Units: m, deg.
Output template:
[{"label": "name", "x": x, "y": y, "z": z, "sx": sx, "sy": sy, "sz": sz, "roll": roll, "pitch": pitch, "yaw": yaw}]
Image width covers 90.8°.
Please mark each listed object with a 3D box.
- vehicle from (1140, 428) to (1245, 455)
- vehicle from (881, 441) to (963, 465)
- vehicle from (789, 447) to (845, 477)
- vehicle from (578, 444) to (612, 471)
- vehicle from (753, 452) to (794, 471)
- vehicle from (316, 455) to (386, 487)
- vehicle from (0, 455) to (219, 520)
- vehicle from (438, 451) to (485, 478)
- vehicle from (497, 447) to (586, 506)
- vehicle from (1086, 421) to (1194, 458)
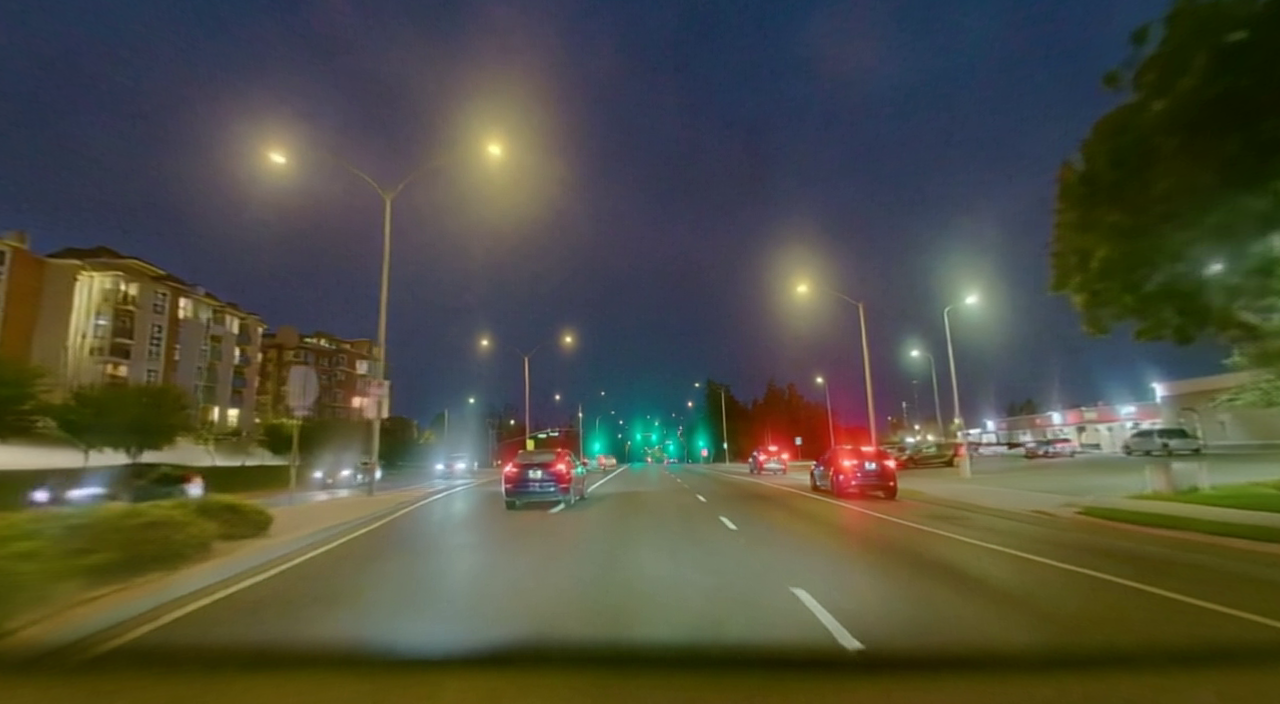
[{"label": "vehicle", "x": 34.035, "y": 5.540, "z": 39.006, "sx": 4.531, "sy": 1.596, "sz": 1.929, "roll": -1, "pitch": -9, "yaw": 2}, {"label": "vehicle", "x": 18.549, "y": 6.655, "z": 41.743, "sx": 4.416, "sy": 1.519, "sz": 1.988, "roll": -1, "pitch": -9, "yaw": 2}, {"label": "vehicle", "x": 10.476, "y": 6.529, "z": 37.757, "sx": 1.975, "sy": 1.677, "sz": 4.400, "roll": 0, "pitch": -9, "yaw": -1}, {"label": "vehicle", "x": -3.310, "y": 7.899, "z": 47.387, "sx": 2.220, "sy": 1.888, "sz": 4.904, "roll": 0, "pitch": -9, "yaw": 0}, {"label": "vehicle", "x": 10.371, "y": 8.567, "z": 49.572, "sx": 2.045, "sy": 1.418, "sz": 4.869, "roll": 0, "pitch": -9, "yaw": -1}, {"label": "vehicle", "x": -14.436, "y": 5.951, "z": 31.800, "sx": 1.808, "sy": 1.444, "sz": 3.609, "roll": 0, "pitch": -9, "yaw": -1}, {"label": "vehicle", "x": -14.301, "y": 3.615, "z": 17.419, "sx": 2.149, "sy": 1.468, "sz": 4.707, "roll": 0, "pitch": -9, "yaw": -1}, {"label": "vehicle", "x": -11.056, "y": 6.969, "z": 39.315, "sx": 1.867, "sy": 1.524, "sz": 3.654, "roll": 0, "pitch": -9, "yaw": 0}, {"label": "vehicle", "x": -2.663, "y": 3.484, "z": 18.116, "sx": 2.144, "sy": 1.447, "sz": 4.421, "roll": 0, "pitch": -9, "yaw": -4}, {"label": "vehicle", "x": 33.402, "y": 5.893, "z": 42.329, "sx": 5.156, "sy": 2.086, "sz": 2.144, "roll": -3, "pitch": -11, "yaw": 1}]
